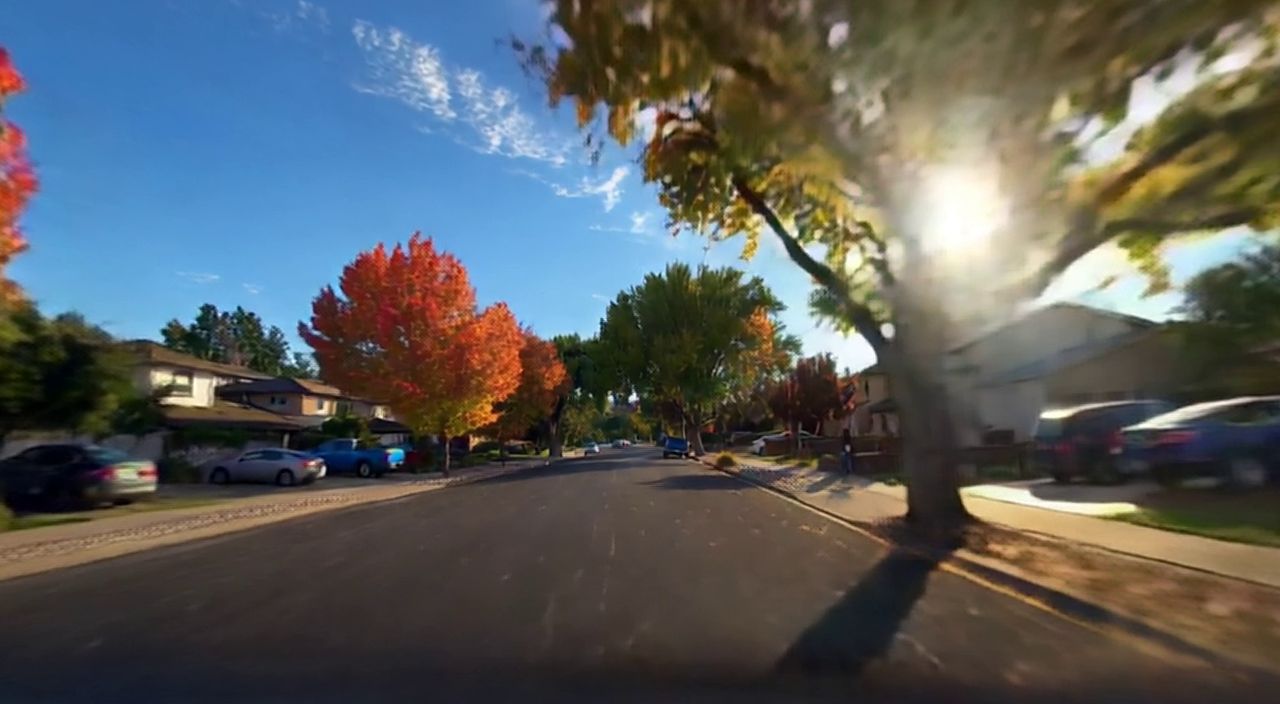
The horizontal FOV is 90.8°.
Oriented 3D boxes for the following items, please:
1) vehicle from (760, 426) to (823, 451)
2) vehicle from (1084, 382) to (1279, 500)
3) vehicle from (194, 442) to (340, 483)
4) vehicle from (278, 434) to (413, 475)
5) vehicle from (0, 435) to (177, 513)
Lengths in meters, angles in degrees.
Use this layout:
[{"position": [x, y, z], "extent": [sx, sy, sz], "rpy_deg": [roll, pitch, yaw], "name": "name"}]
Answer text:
[{"position": [10.871, 6.230, 45.613], "extent": [4.069, 1.680, 2.156], "rpy_deg": [0, -7, 2], "name": "vehicle"}, {"position": [10.671, 1.406, 10.608], "extent": [4.582, 1.680, 2.223], "rpy_deg": [-4, -9, 4], "name": "vehicle"}, {"position": [-14.150, 4.209, 24.170], "extent": [4.285, 1.483, 1.954], "rpy_deg": [0, -8, -1], "name": "vehicle"}, {"position": [-13.899, 4.881, 30.079], "extent": [5.286, 1.847, 2.166], "rpy_deg": [0, -8, 1], "name": "vehicle"}, {"position": [-13.773, 2.811, 15.054], "extent": [1.982, 1.596, 3.988], "rpy_deg": [-2, -9, 11], "name": "vehicle"}]
